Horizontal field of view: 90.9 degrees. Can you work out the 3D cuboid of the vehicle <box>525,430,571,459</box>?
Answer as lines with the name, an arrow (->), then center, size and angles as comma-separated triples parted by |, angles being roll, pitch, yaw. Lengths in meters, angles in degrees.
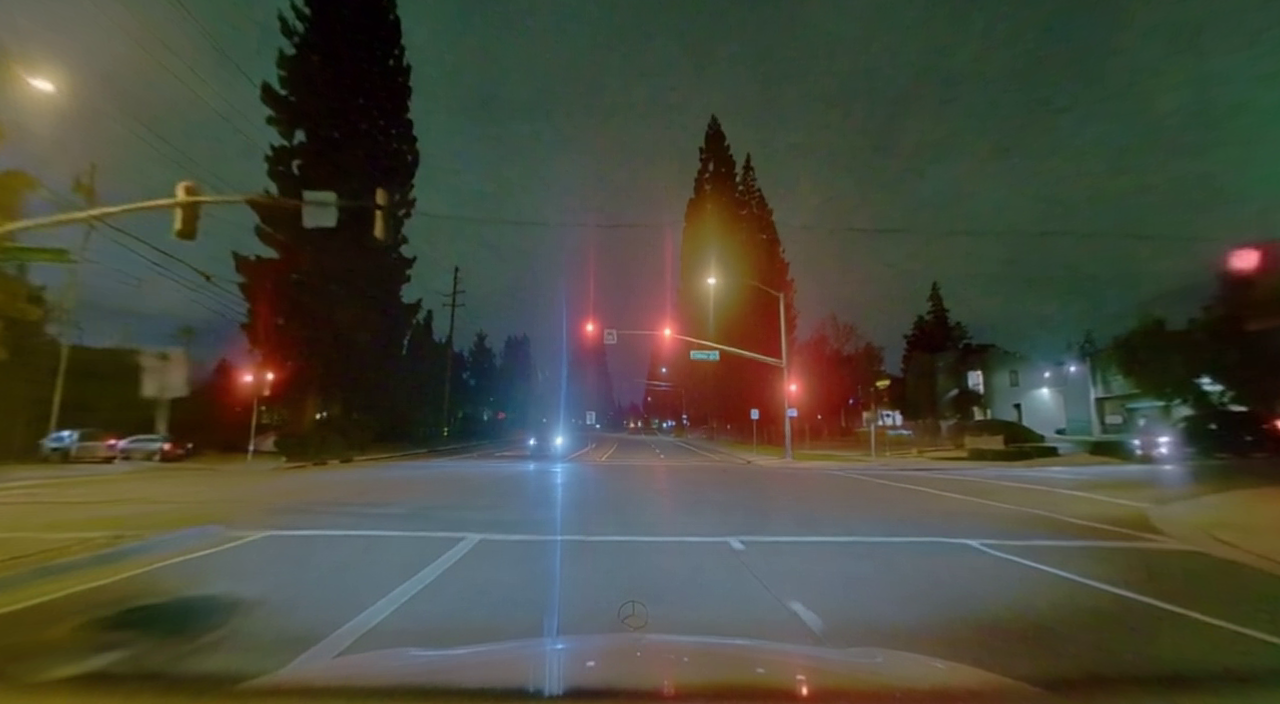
vehicle -> -5.169, 5.207, 35.969 | 1.948, 1.471, 5.408 | 2, -7, -2

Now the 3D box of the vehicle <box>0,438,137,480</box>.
vehicle -> -24.783, 4.570, 27.048 | 4.553, 1.722, 1.915 | 0, -8, -3

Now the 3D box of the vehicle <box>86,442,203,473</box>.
vehicle -> -24.672, 5.260, 31.507 | 4.195, 1.493, 1.890 | 0, -8, -2

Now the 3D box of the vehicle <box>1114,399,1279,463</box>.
vehicle -> 18.721, 2.581, 20.436 | 4.775, 1.952, 2.239 | 0, -8, 2
